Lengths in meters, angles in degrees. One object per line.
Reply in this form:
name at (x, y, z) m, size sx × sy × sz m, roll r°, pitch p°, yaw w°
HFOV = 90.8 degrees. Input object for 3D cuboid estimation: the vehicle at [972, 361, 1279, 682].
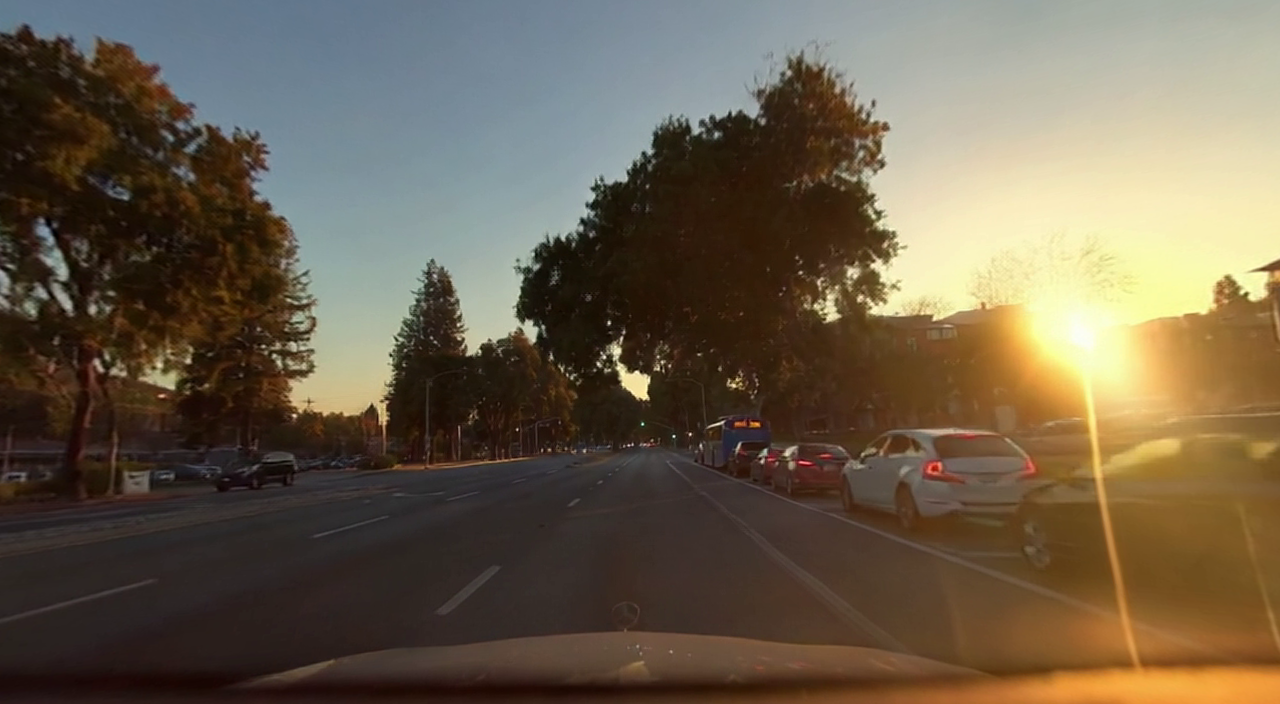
vehicle at (4.533, 1.019, 4.121) m, size 2.094 × 1.731 × 4.763 m, roll 0°, pitch -8°, yaw 0°

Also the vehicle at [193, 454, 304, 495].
vehicle at (-19.248, 5.996, 31.374) m, size 2.166 × 1.804 × 4.897 m, roll -1°, pitch -8°, yaw 3°

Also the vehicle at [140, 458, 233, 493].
vehicle at (-28.894, 7.860, 40.368) m, size 4.426 × 1.782 × 2.056 m, roll -4°, pitch -8°, yaw 1°
